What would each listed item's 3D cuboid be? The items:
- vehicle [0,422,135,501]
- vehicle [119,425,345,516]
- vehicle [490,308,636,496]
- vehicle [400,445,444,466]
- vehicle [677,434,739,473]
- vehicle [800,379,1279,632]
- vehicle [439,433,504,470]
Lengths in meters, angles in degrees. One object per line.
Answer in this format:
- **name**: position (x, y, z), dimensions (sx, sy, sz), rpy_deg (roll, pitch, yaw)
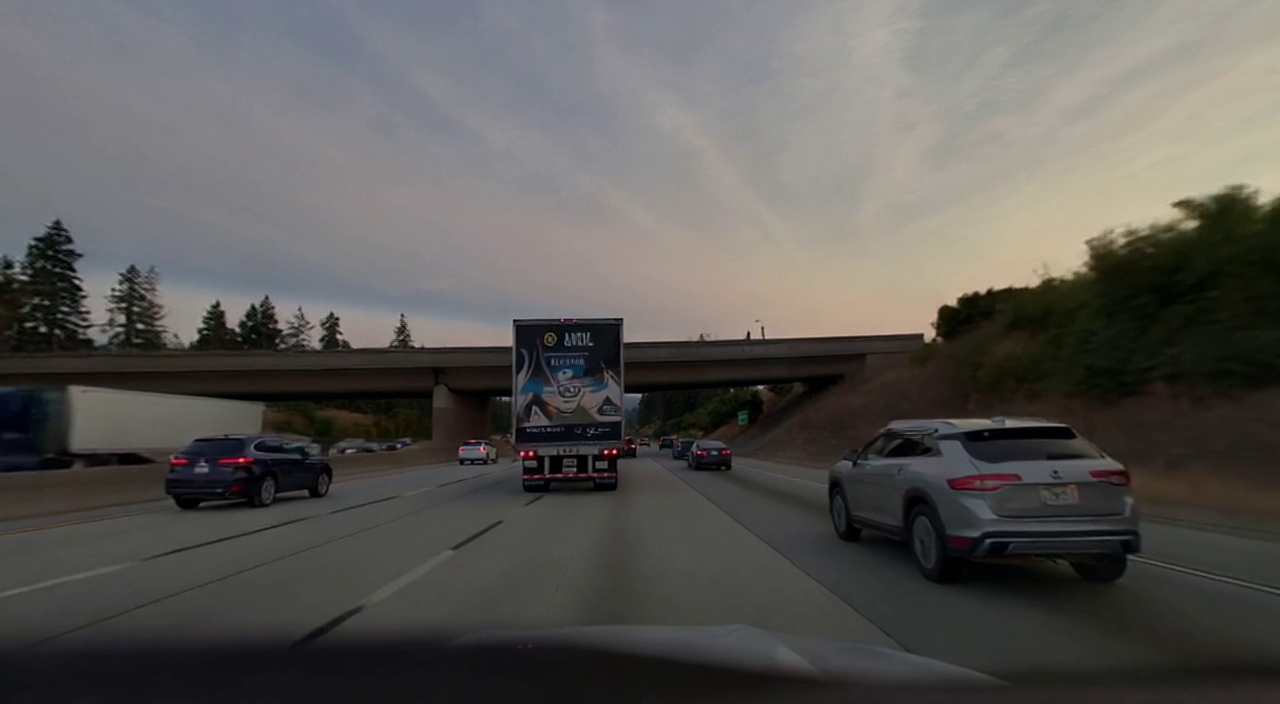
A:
- **vehicle**: position (-20.096, 3.534, 20.671), dimensions (2.264, 2.303, 5.765), rpy_deg (0, -8, -2)
- **vehicle**: position (-8.532, 2.477, 13.776), dimensions (2.048, 1.652, 4.421), rpy_deg (0, -8, -2)
- **vehicle**: position (-1.958, 1.647, 17.703), dimensions (2.911, 3.787, 9.905), rpy_deg (1, -8, -5)
- **vehicle**: position (-17.163, 8.154, 49.664), dimensions (1.874, 1.491, 4.393), rpy_deg (0, -7, 0)
- **vehicle**: position (2.813, 4.290, 27.031), dimensions (2.003, 1.519, 4.580), rpy_deg (0, -8, -2)
- **vehicle**: position (3.356, 1.303, 6.410), dimensions (2.118, 1.647, 4.400), rpy_deg (0, -8, -2)
- **vehicle**: position (-8.351, 4.939, 31.591), dimensions (2.057, 1.698, 4.550), rpy_deg (0, -8, 0)
